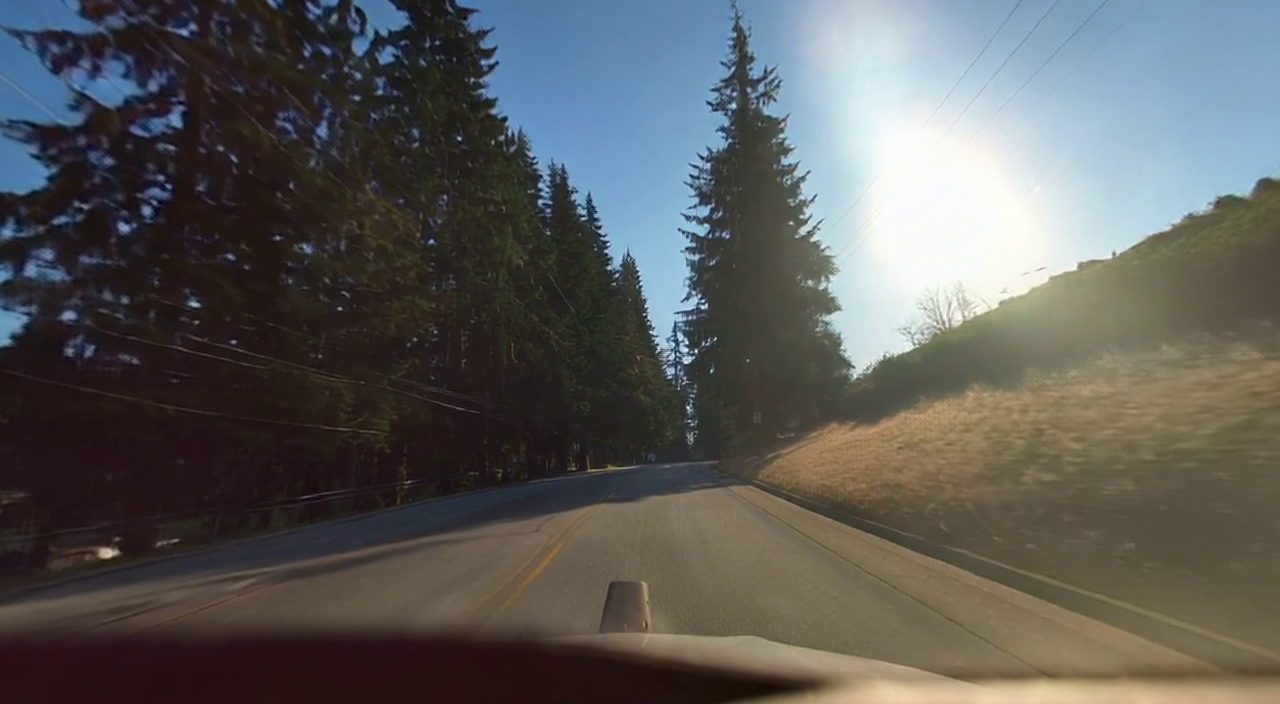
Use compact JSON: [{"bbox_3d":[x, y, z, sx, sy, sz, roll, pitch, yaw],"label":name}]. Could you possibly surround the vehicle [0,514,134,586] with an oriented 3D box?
[{"bbox_3d":[-18.926,6.231,20.082,4.018,1.791,1.978,-1,-7,7],"label":"vehicle"}]
